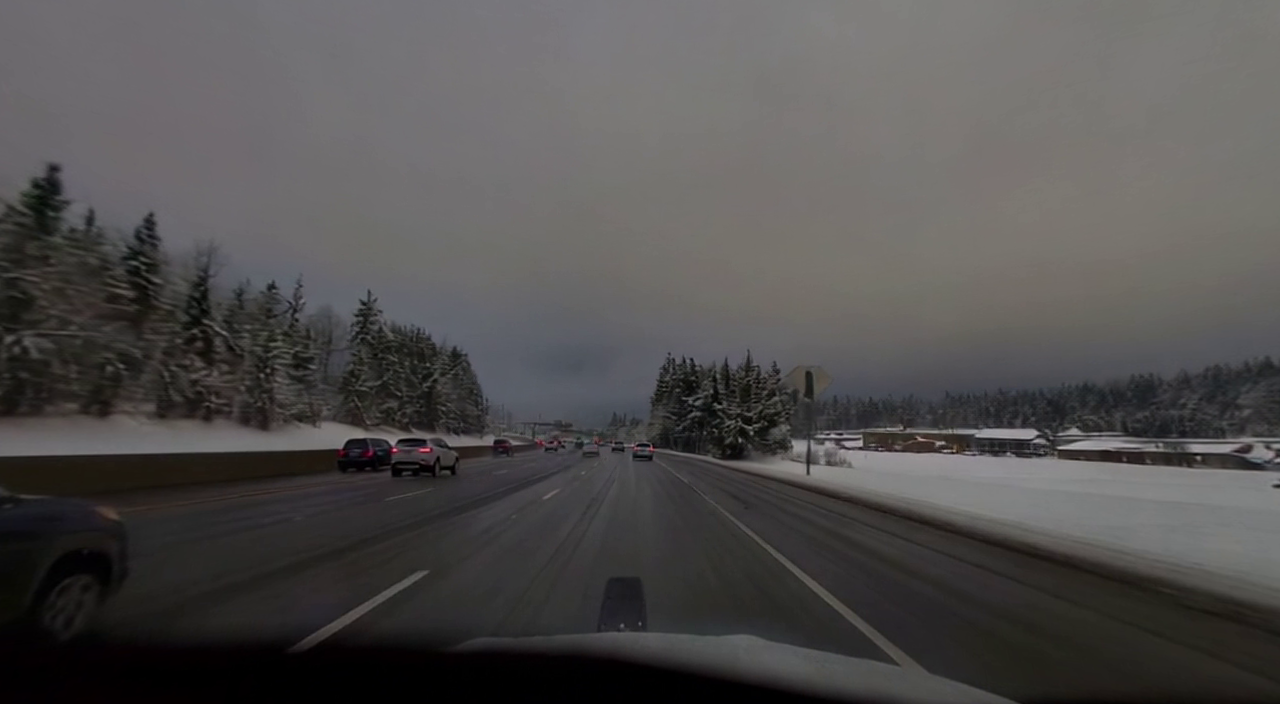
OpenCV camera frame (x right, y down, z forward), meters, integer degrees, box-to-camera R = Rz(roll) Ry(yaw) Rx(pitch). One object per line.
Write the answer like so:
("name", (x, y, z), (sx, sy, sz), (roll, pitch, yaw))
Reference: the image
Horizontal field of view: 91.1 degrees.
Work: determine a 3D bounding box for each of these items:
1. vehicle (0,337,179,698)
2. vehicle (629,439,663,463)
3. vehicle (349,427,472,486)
("vehicle", (-4.274, 0.591, 1.574), (2.171, 1.759, 5.219), (0, -8, 1))
("vehicle", (0.337, 6.351, 40.370), (2.060, 1.465, 3.974), (0, -8, -2))
("vehicle", (-7.494, 3.476, 21.189), (2.238, 1.712, 5.000), (0, -8, 0))
